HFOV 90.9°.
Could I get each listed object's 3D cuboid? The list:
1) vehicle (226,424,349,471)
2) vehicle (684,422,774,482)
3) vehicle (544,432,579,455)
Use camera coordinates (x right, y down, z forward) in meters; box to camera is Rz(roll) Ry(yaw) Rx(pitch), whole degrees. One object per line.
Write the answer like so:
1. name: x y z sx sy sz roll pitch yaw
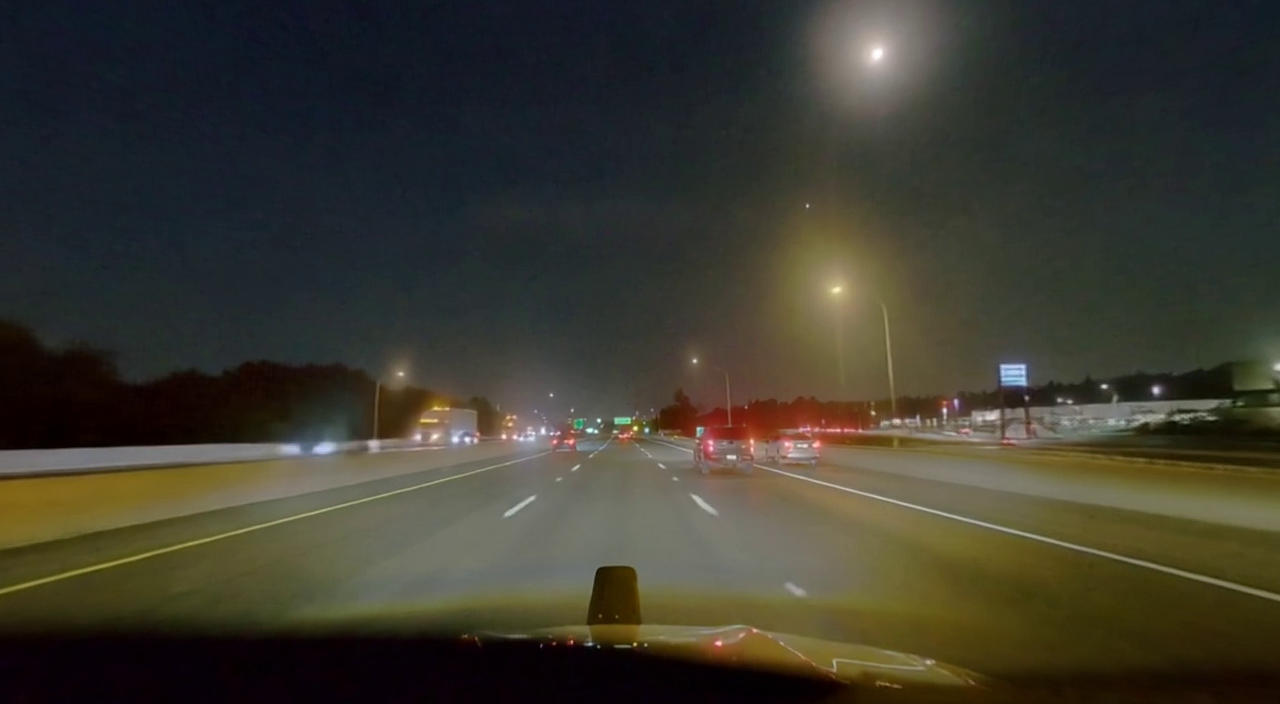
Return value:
1. vehicle: -12.997 3.560 23.623 2.089 1.570 4.470 0 -8 -2
2. vehicle: 2.626 3.084 19.738 2.022 1.637 4.229 0 -8 -3
3. vehicle: -5.500 6.468 44.591 1.996 1.518 4.229 0 -8 -2
